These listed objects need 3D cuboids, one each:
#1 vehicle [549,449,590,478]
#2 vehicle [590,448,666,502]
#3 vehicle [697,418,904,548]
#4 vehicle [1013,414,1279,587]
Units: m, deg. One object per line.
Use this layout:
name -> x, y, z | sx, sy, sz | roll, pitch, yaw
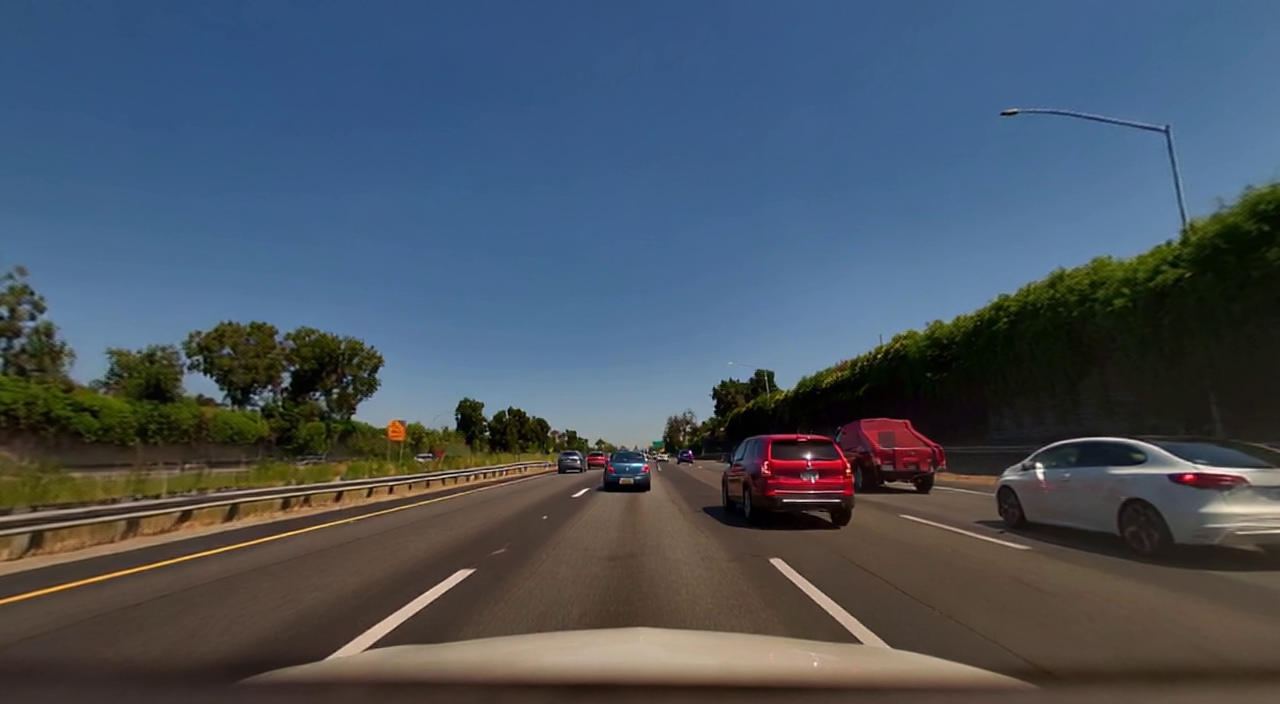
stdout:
vehicle -> -4.177, 6.633, 37.697 | 1.889, 1.600, 4.043 | 0, -9, 1
vehicle -> -0.314, 3.792, 19.866 | 2.157, 1.495, 4.038 | 0, -9, 1
vehicle -> 2.368, 2.092, 10.594 | 2.230, 1.740, 3.976 | 1, -9, -3
vehicle -> 7.150, 1.746, 8.059 | 1.972, 1.647, 4.429 | 0, -9, 0
